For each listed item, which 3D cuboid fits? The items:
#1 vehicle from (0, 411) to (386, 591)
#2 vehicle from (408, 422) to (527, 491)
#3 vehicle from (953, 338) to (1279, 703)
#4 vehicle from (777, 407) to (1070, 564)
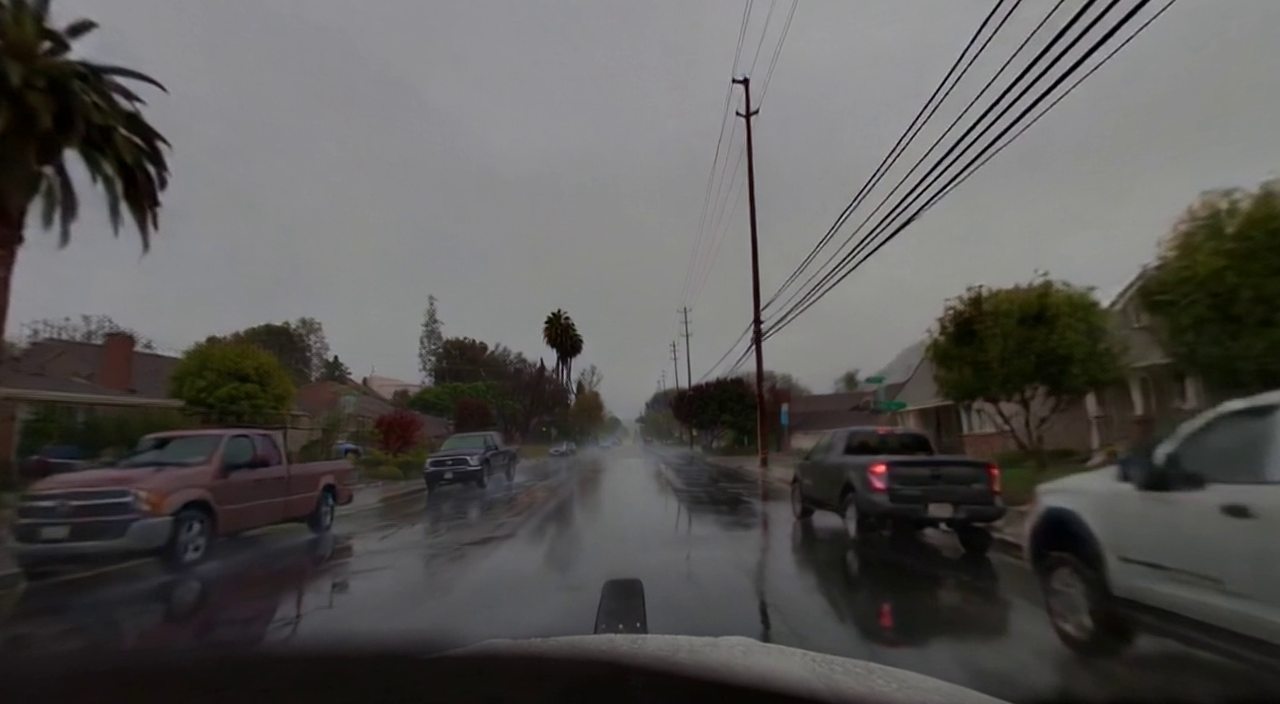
[{"bbox_3d":[-5.709,1.830,8.773,2.226,1.768,4.780,0,-8,2],"label":"vehicle"},{"bbox_3d":[-5.724,3.576,22.065,2.455,2.045,6.171,0,-8,-1],"label":"vehicle"},{"bbox_3d":[3.551,0.878,2.795,1.979,1.762,4.621,0,-8,1],"label":"vehicle"},{"bbox_3d":[3.696,1.831,9.433,2.167,1.746,4.541,0,-8,-1],"label":"vehicle"}]
